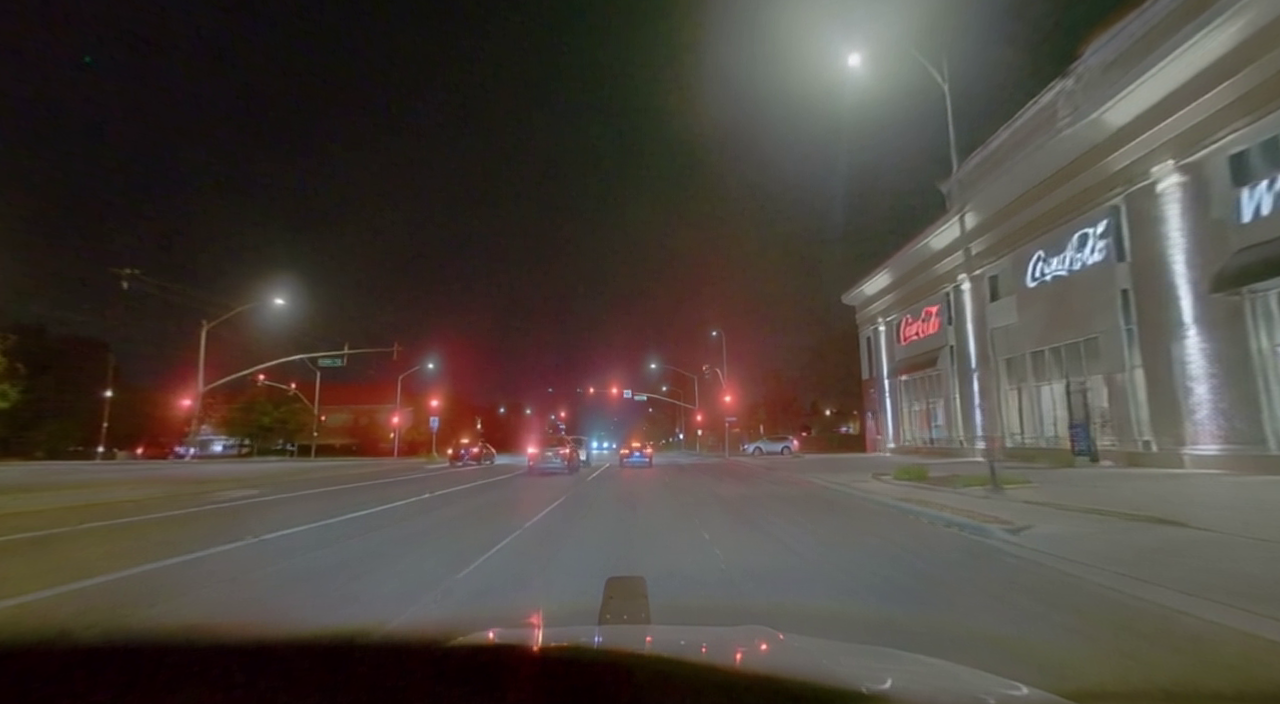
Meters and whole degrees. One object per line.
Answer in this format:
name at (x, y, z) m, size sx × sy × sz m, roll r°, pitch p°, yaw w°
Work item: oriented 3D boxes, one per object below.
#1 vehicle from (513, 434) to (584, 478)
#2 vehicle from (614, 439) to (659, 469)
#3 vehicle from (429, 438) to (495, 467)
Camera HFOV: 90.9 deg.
vehicle at (-3.414, 3.997, 24.461) m, size 2.029 × 1.517 × 4.375 m, roll 0°, pitch -8°, yaw 1°
vehicle at (-0.135, 5.457, 34.070) m, size 2.258 × 1.507 × 3.896 m, roll -1°, pitch -8°, yaw 2°
vehicle at (-9.733, 5.542, 34.891) m, size 2.096 × 1.474 × 4.585 m, roll -1°, pitch -8°, yaw 3°
